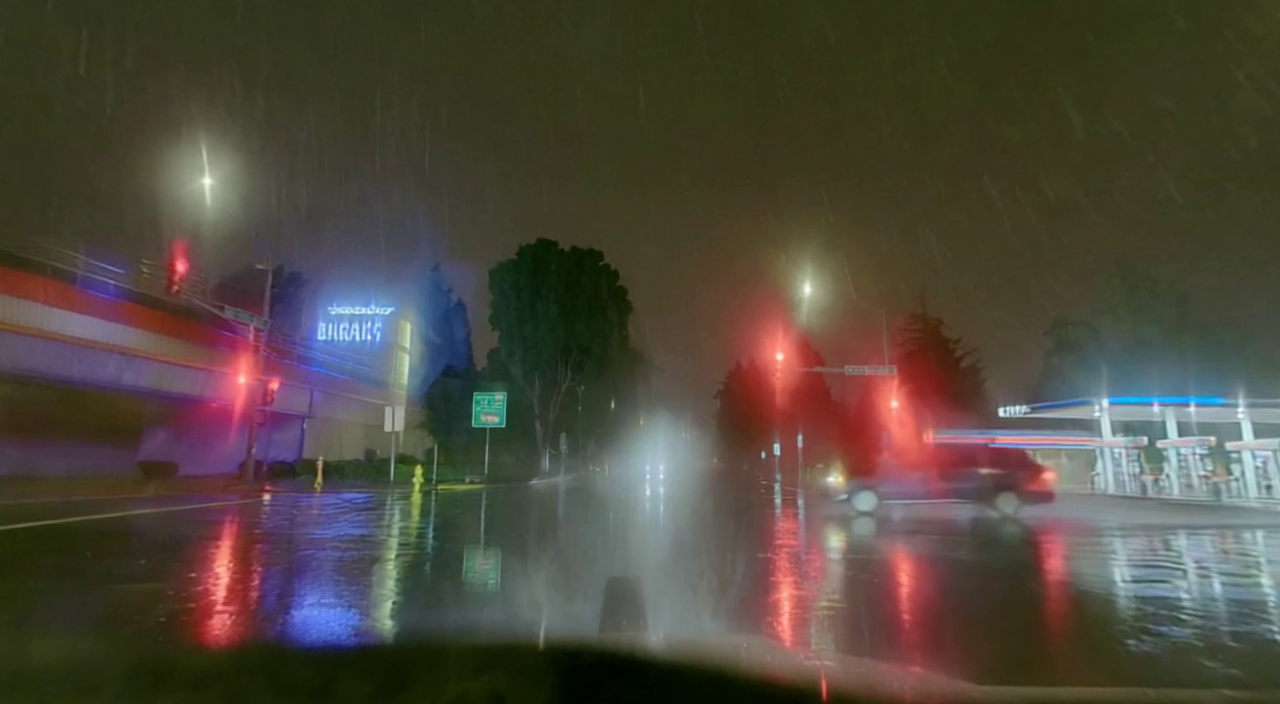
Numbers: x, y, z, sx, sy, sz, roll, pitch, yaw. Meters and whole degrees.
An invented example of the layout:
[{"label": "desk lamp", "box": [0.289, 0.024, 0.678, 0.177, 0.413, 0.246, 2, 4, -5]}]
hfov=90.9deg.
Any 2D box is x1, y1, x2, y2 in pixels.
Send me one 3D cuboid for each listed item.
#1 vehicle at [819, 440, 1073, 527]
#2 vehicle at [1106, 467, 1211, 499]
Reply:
[{"label": "vehicle", "box": [6.533, 2.834, 13.905, 4.556, 1.743, 1.938, 0, -8, 0]}, {"label": "vehicle", "box": [28.046, 7.066, 34.305, 1.897, 1.466, 4.211, 1, -8, -4]}]
